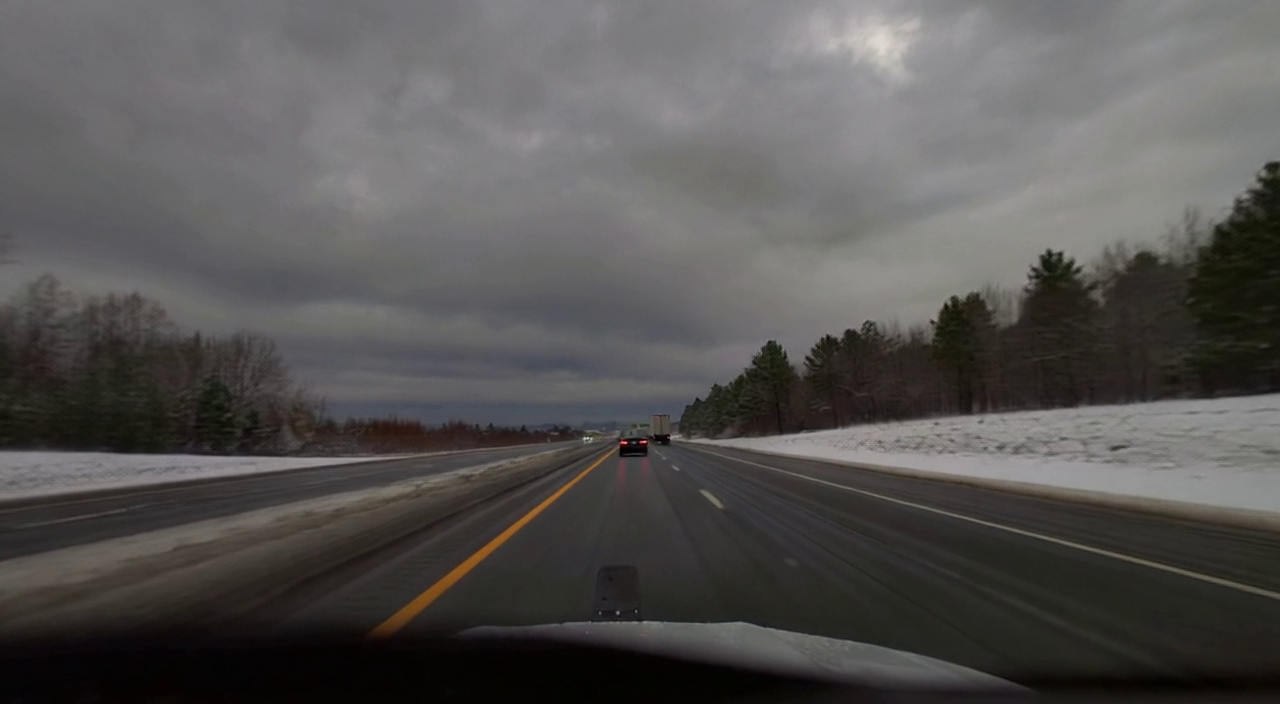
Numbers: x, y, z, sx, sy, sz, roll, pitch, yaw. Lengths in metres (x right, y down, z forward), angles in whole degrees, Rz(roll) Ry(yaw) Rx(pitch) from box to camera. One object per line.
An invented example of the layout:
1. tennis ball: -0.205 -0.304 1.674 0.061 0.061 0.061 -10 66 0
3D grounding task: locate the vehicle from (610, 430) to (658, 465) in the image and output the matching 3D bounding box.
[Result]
1. vehicle: -0.326 4.768 31.654 2.216 1.623 4.220 0 -8 -1
